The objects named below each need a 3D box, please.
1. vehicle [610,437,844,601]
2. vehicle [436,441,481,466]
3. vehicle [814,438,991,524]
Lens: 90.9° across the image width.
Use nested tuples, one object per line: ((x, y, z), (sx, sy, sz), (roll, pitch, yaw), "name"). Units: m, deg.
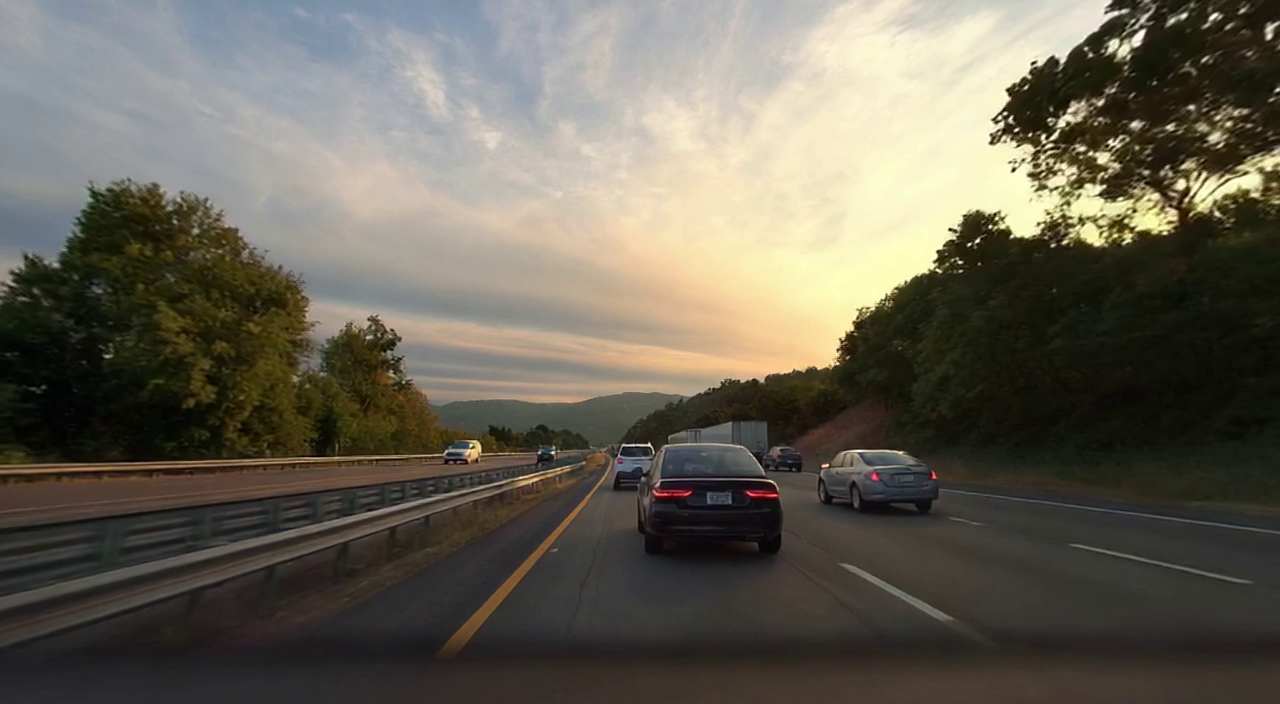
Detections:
((0.719, 1.785, 7.551), (2.094, 1.426, 3.725), (0, -9, -2), "vehicle")
((-13.152, 7.397, 45.912), (1.991, 1.677, 4.499), (0, -9, -1), "vehicle")
((5.307, 2.645, 13.438), (1.908, 1.500, 4.157), (0, -9, -1), "vehicle")
